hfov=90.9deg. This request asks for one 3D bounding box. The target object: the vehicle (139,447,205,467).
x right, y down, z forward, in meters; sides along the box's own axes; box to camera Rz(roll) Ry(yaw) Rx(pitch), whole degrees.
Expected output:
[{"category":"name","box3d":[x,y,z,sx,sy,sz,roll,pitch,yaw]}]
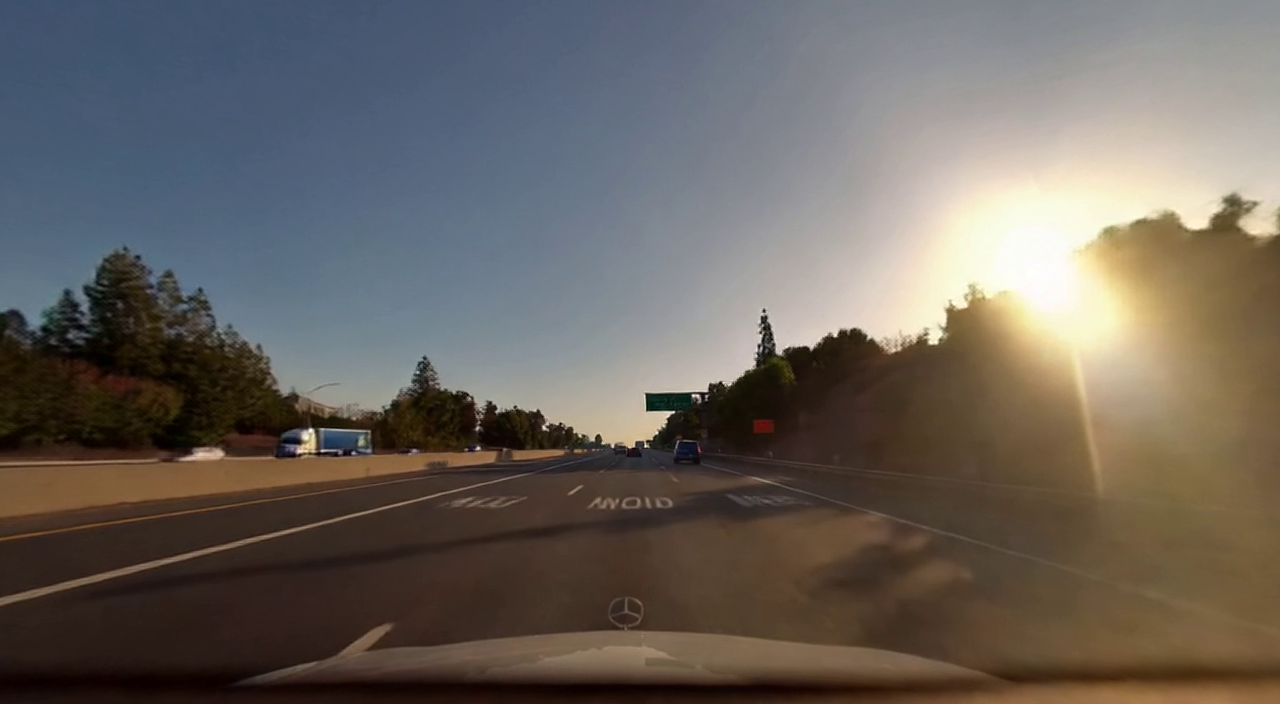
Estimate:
[{"category":"vehicle","box3d":[-36.801,8.245,49.712,1.826,1.471,4.419,0,-9,0]}]
